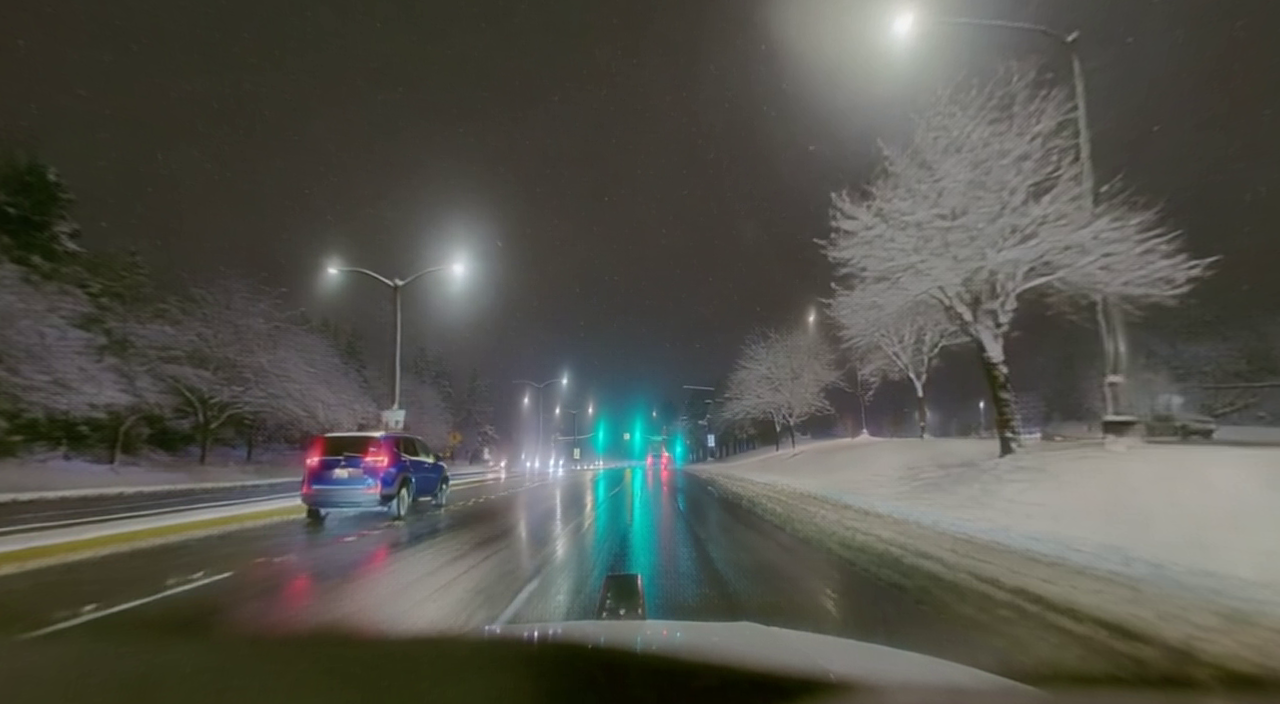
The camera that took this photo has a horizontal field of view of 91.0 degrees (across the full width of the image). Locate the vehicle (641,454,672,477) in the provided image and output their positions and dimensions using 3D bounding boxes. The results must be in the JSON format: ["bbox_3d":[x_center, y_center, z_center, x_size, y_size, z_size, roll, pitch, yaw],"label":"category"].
[{"bbox_3d":[1.124,7.980,44.553,2.091,1.494,3.962,0,-9,0],"label":"vehicle"}]

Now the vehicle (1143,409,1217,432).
[{"bbox_3d":[39.224,5.022,45.870,1.772,1.504,4.322,-1,-9,5],"label":"vehicle"}]

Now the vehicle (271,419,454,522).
[{"bbox_3d":[-5.837,2.536,13.961,2.027,1.908,4.273,0,-9,1],"label":"vehicle"}]
